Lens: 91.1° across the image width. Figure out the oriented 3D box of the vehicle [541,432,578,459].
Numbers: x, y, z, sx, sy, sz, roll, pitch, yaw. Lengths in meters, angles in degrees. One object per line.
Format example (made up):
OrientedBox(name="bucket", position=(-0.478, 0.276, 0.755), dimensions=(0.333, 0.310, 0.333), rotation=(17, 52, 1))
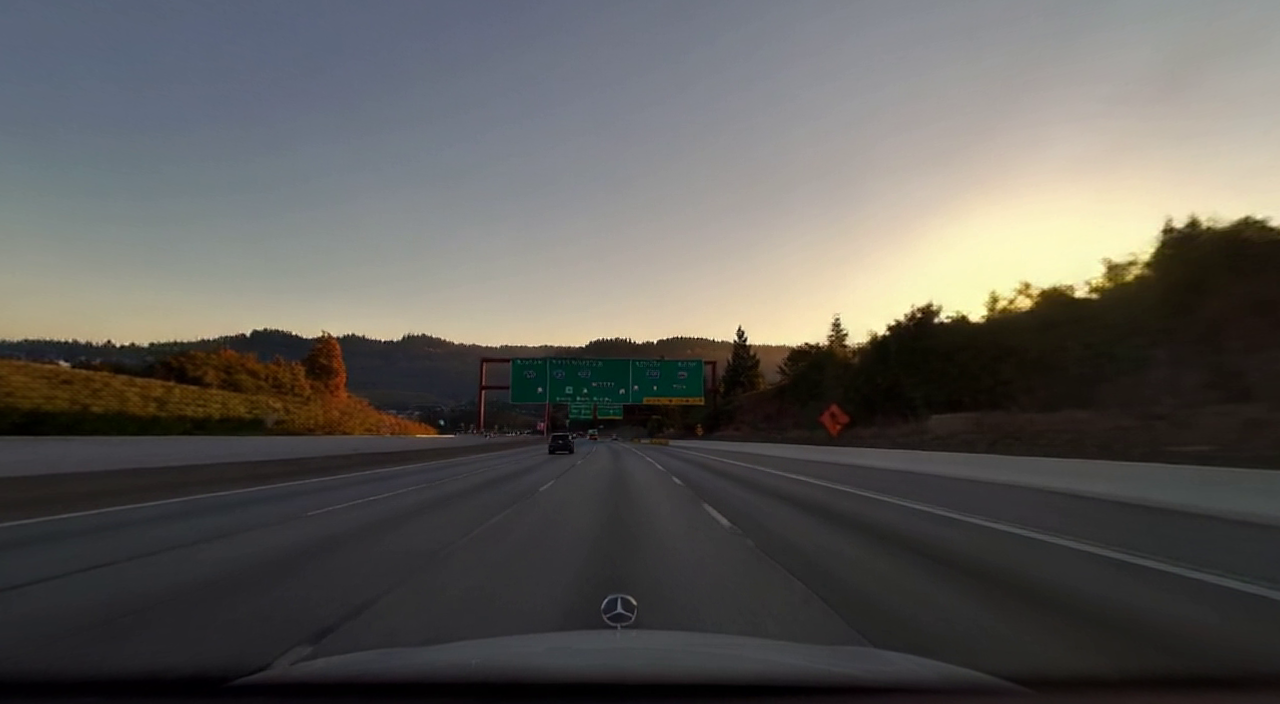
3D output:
OrientedBox(name="vehicle", position=(-4.875, 5.710, 38.647), dimensions=(1.878, 1.548, 3.966), rotation=(0, -8, -2))
